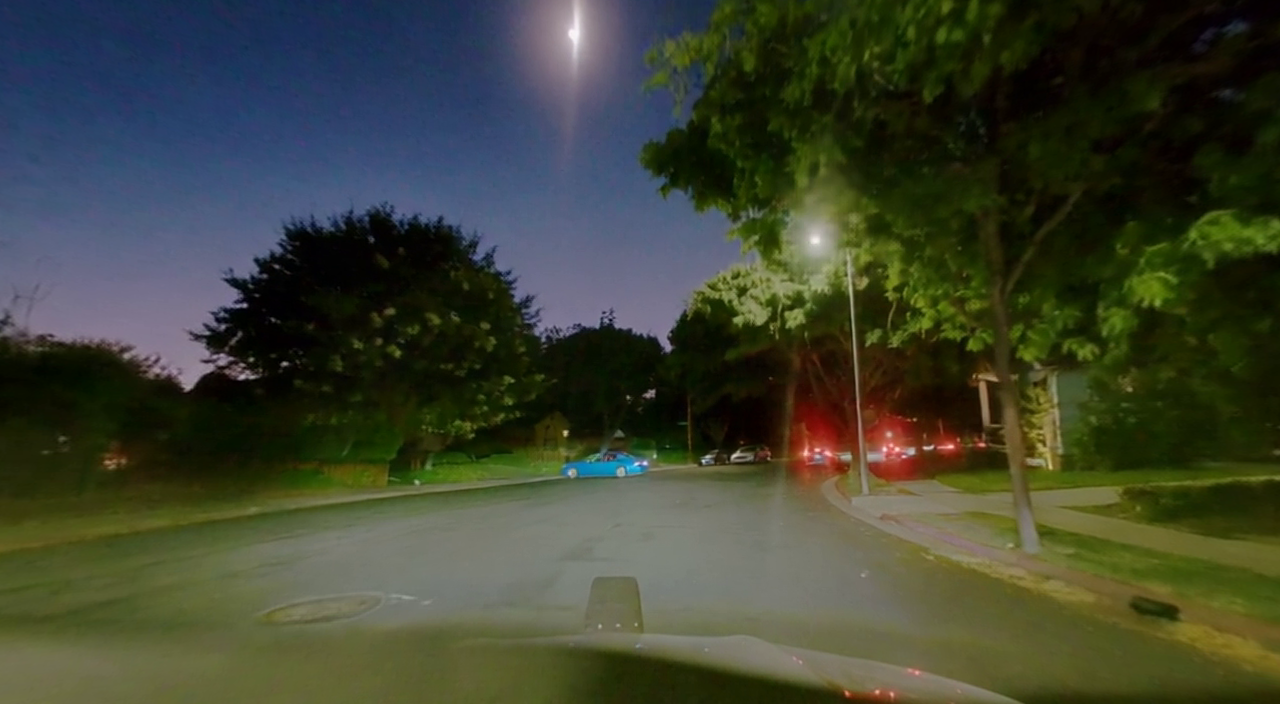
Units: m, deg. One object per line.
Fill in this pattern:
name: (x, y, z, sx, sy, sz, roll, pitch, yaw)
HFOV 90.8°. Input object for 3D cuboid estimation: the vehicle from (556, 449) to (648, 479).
vehicle: (-2.041, 6.040, 34.259, 4.653, 1.480, 1.871, -3, -9, 17)
